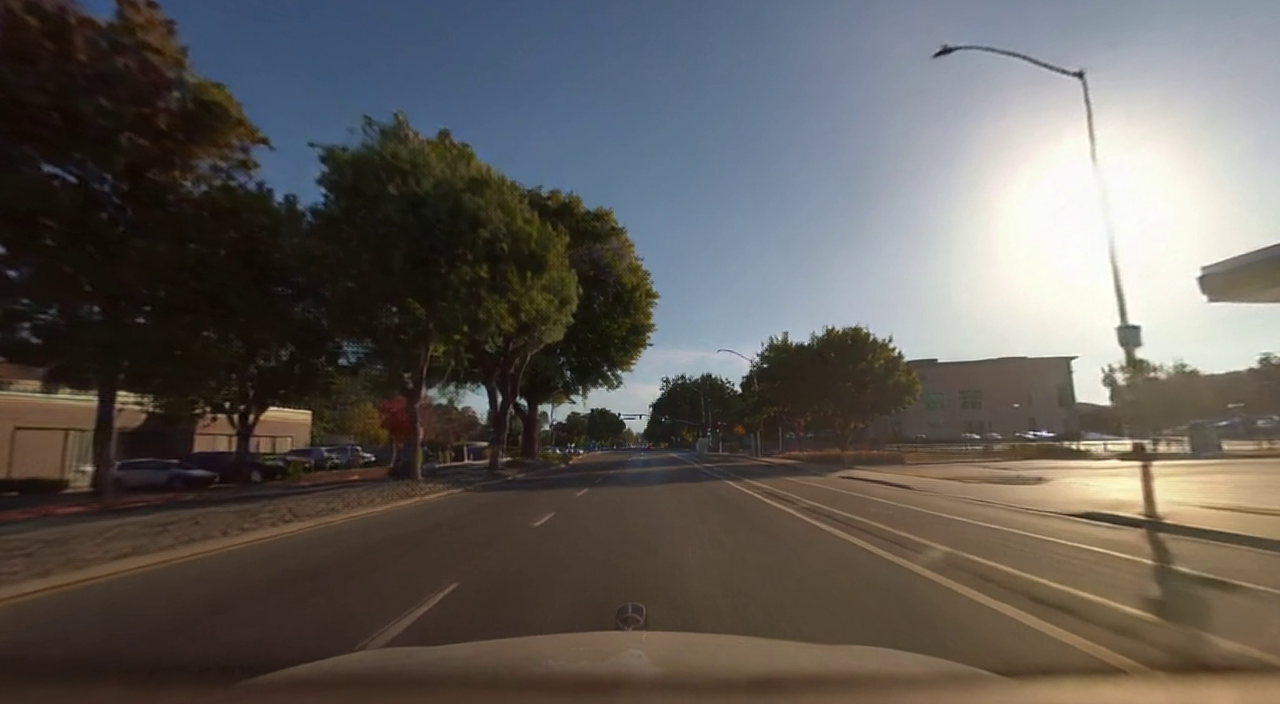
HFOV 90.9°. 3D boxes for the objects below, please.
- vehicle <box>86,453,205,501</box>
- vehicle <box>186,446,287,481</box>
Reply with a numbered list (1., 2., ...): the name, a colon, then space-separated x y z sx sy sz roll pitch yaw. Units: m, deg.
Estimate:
1. vehicle: -25.215 6.358 32.244 4.386 2.004 1.991 -4 -9 -2
2. vehicle: -23.614 6.529 37.030 4.271 1.902 2.281 0 -9 1
